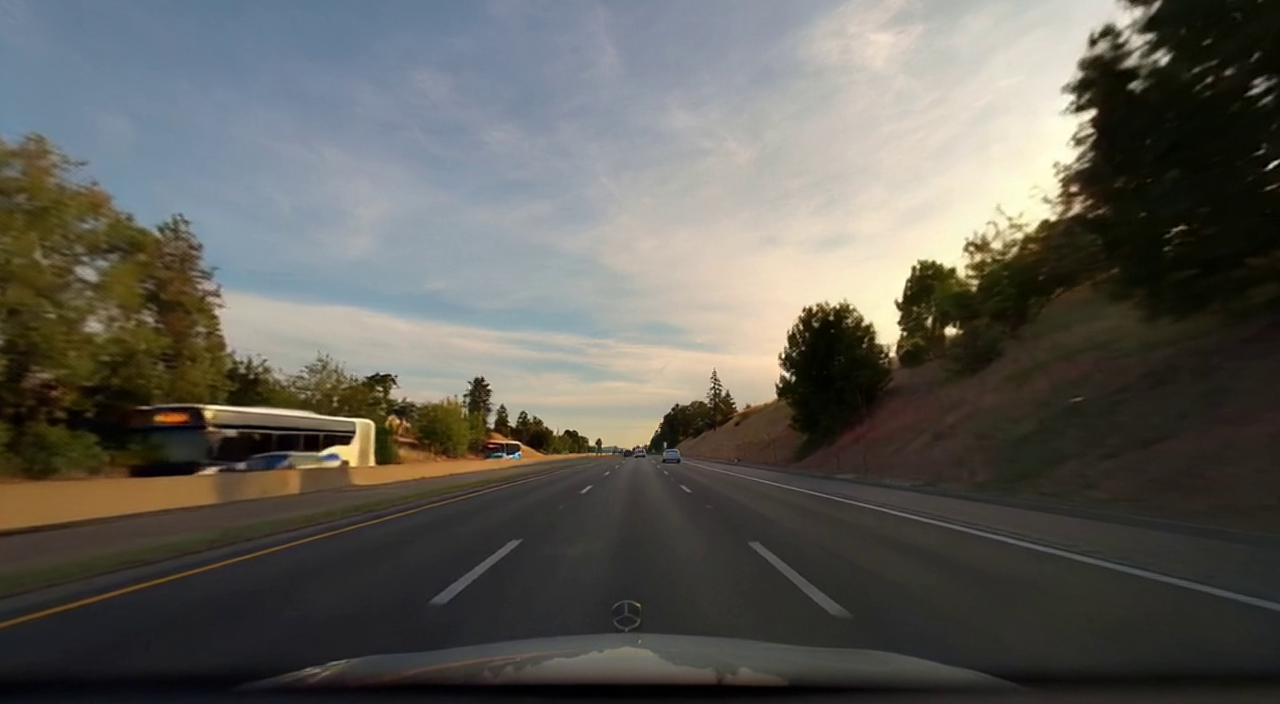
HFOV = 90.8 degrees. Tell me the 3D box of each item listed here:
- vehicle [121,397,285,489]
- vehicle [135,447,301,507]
[{"bbox_3d":[-20.391,4.340,30.036,3.233,3.934,6.032,0,-9,0],"label":"vehicle"},{"bbox_3d":[-12.757,3.764,19.485,2.113,1.636,4.288,0,-9,0],"label":"vehicle"}]
